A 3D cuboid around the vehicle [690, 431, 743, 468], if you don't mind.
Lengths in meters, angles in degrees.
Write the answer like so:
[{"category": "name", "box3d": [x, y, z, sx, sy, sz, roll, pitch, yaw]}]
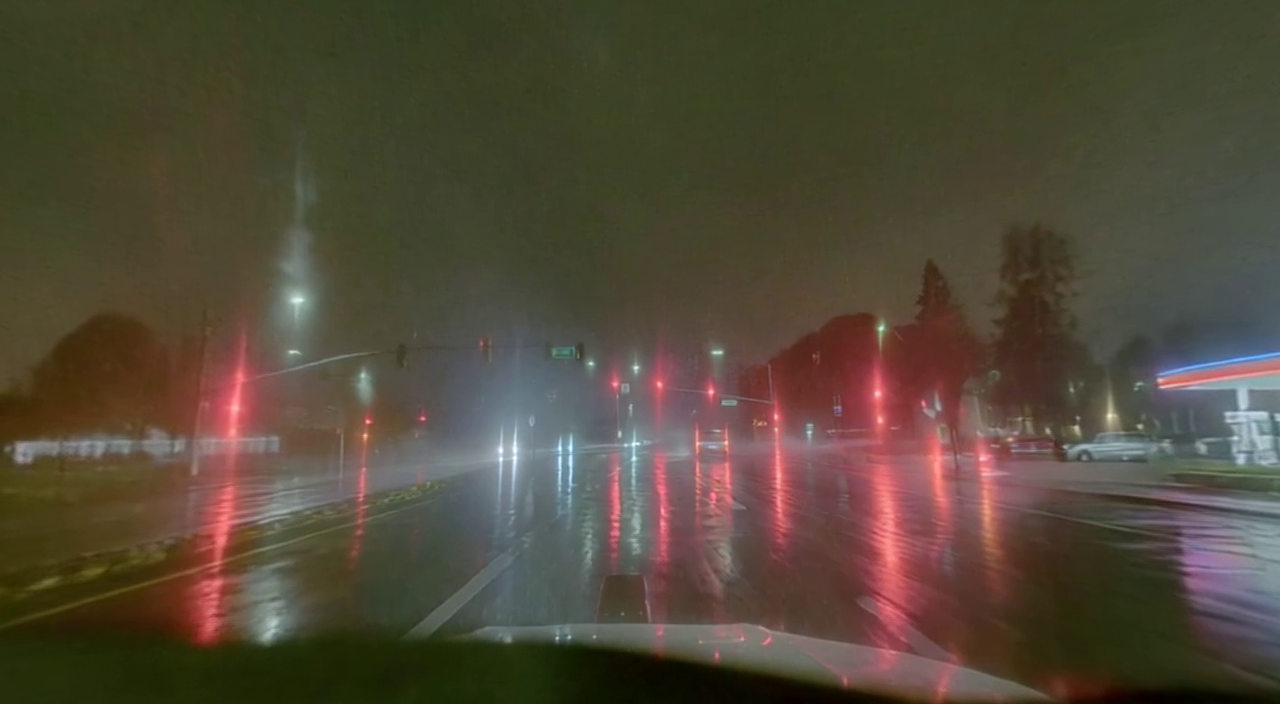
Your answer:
[{"category": "vehicle", "box3d": [3.747, 4.902, 31.544, 2.090, 1.717, 4.063, 0, -8, -1]}]
